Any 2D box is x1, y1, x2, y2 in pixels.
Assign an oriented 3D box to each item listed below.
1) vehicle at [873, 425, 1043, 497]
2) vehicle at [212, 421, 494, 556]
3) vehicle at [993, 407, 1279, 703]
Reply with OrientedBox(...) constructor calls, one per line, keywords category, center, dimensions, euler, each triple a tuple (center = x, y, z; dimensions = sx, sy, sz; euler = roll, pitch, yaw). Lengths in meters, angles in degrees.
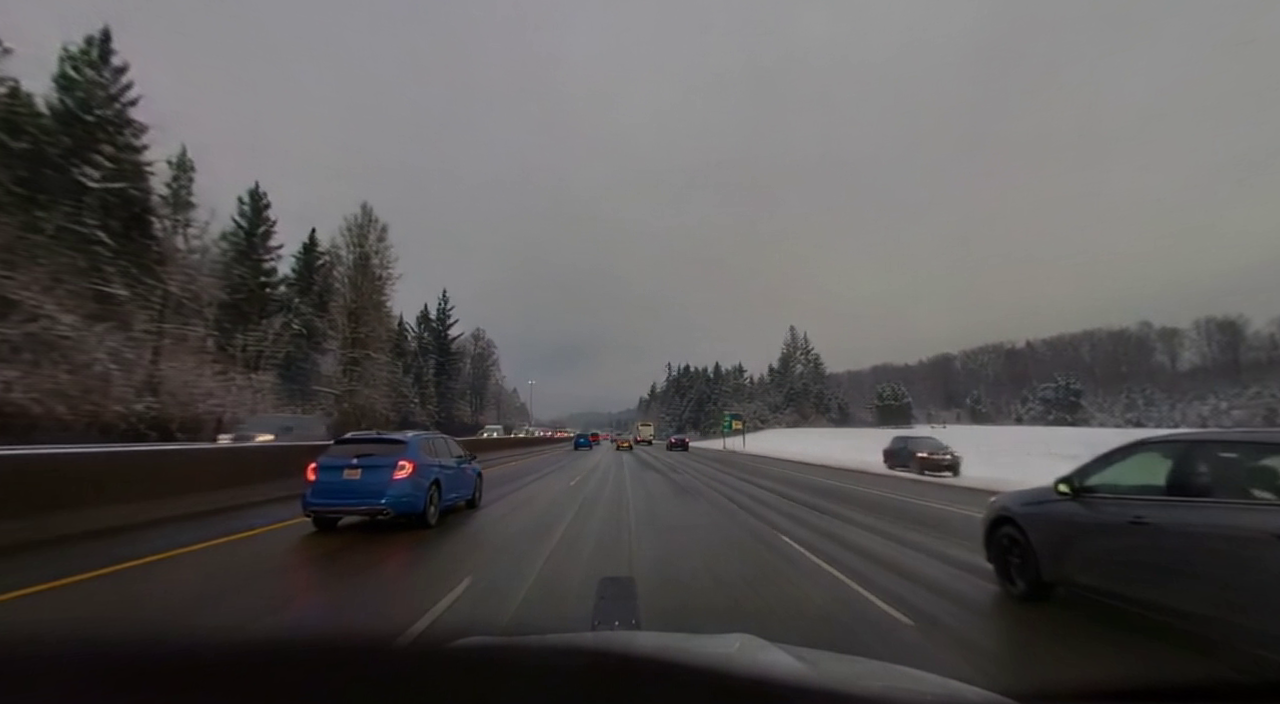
OrientedBox(category="vehicle", center=(8.420, 2.902, 17.289), dimensions=(2.156, 1.679, 4.492), euler=(0, -8, -2))
OrientedBox(category="vehicle", center=(-3.876, 1.902, 9.740), dimensions=(2.032, 1.535, 4.889), euler=(0, -8, 0))
OrientedBox(category="vehicle", center=(3.797, 1.054, 3.055), dimensions=(1.883, 1.536, 3.792), euler=(0, -8, -2))
